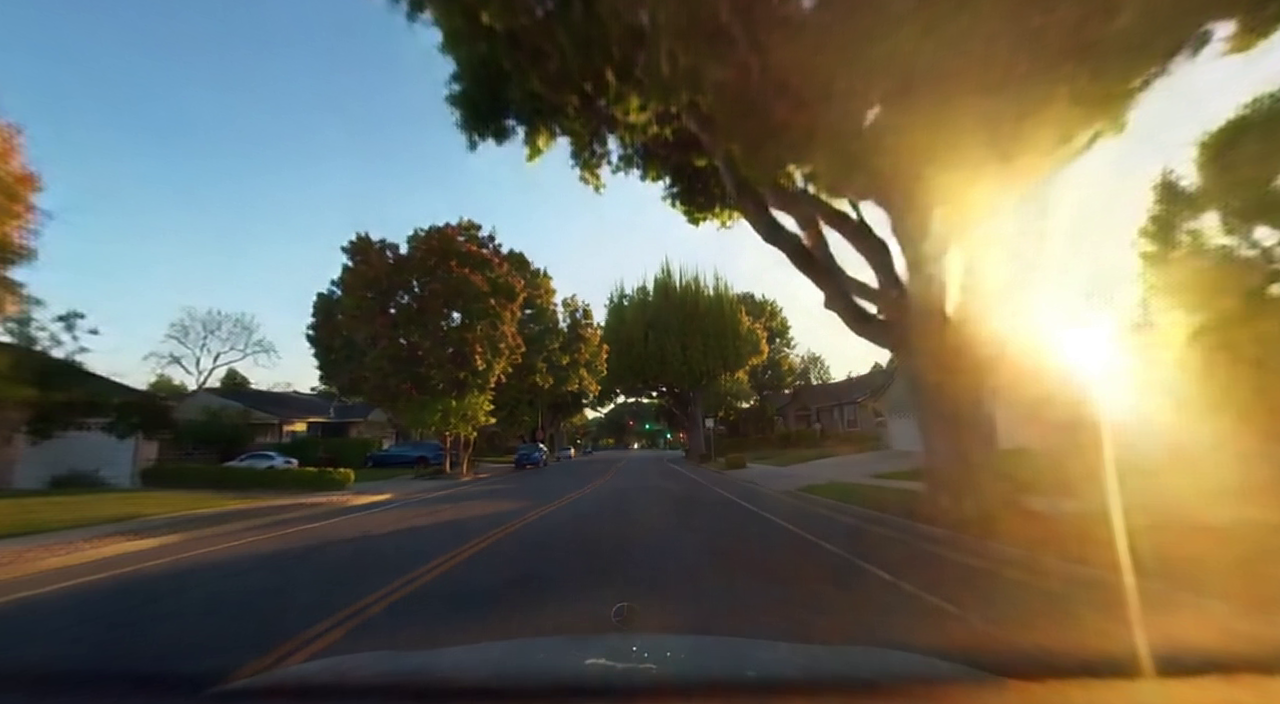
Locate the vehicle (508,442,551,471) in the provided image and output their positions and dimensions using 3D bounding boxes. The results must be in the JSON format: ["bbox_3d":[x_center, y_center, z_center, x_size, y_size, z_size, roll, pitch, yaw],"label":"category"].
[{"bbox_3d":[-7.391,7.046,42.783,2.209,1.807,4.432,-2,-8,-1],"label":"vehicle"}]
